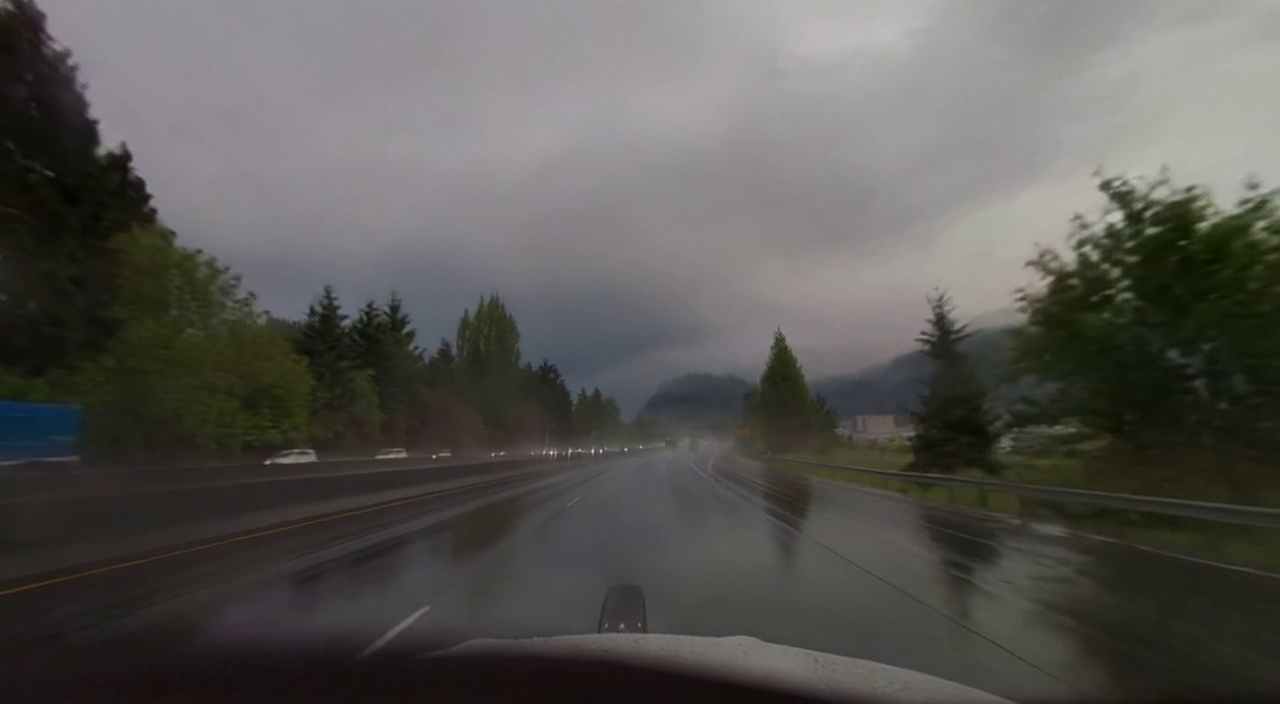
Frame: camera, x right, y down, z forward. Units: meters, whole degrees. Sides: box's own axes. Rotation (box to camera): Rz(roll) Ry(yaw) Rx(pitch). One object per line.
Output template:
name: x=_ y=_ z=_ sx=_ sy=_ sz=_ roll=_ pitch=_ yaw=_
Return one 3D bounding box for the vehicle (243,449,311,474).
vehicle: x=-25.047 y=7.560 z=43.670 sx=1.955 sy=1.626 sz=4.310 roll=0 pitch=-9 yaw=2
